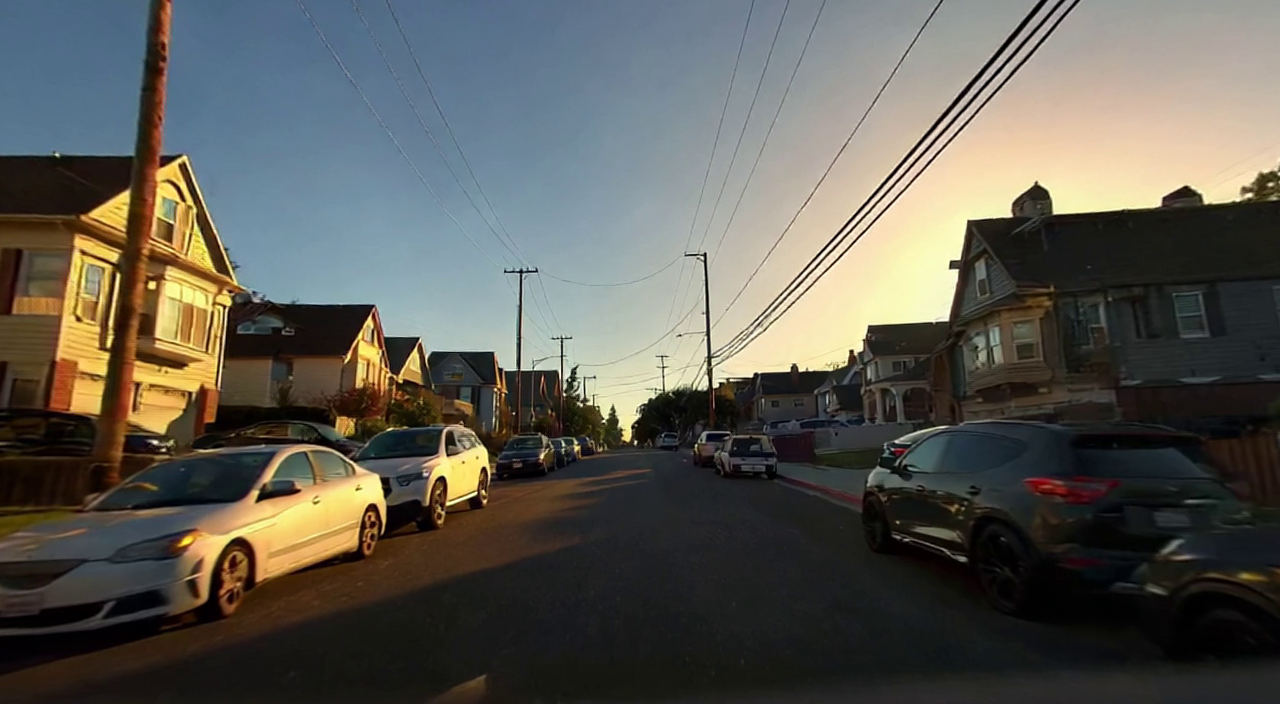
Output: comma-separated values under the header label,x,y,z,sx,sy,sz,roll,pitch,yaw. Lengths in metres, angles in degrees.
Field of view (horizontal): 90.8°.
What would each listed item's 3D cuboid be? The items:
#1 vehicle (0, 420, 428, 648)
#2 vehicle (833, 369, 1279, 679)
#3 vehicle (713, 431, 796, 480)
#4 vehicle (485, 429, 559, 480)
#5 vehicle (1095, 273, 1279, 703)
label,x,y,z,sx,sy,sz,roll,pitch,yaw
vehicle,-3.829,1.515,6.498,2.024,1.460,4.600,0,-8,-4
vehicle,3.702,1.322,6.042,2.025,1.741,4.748,0,-8,-2
vehicle,3.601,3.370,20.754,2.083,1.407,4.506,0,-8,3
vehicle,-4.382,3.970,24.219,2.031,1.708,4.746,-2,-10,-1
vehicle,3.699,0.411,0.730,2.066,1.990,5.511,0,-8,-2
